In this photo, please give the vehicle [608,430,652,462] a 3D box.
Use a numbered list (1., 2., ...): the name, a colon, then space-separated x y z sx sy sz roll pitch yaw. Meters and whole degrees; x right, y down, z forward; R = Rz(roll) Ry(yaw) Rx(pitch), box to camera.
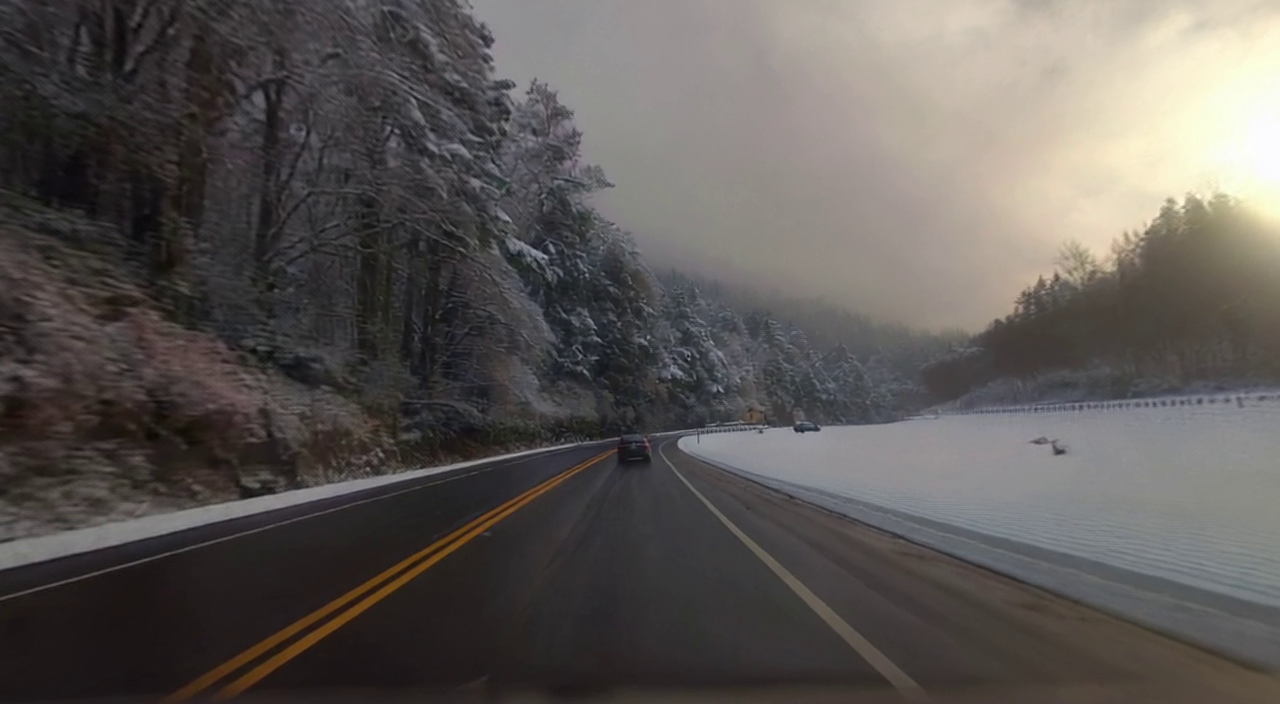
1. vehicle: -0.512 4.794 32.287 2.120 1.491 4.349 0 -8 -1
